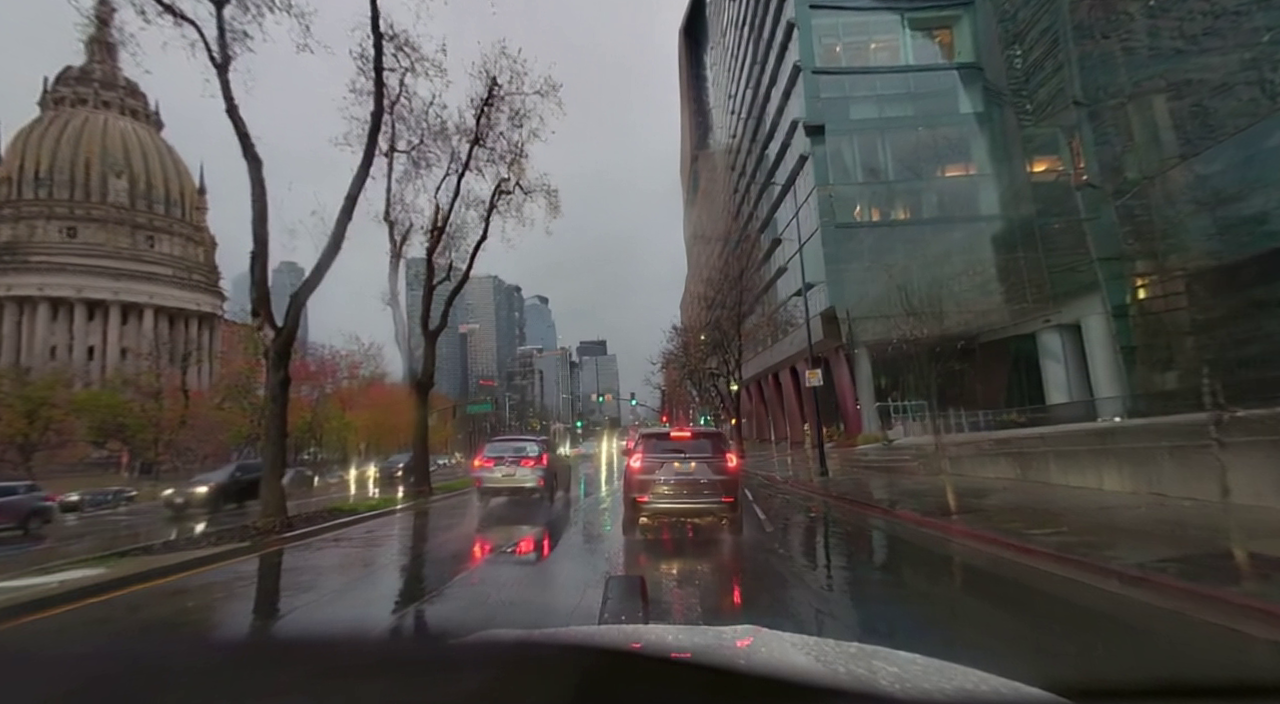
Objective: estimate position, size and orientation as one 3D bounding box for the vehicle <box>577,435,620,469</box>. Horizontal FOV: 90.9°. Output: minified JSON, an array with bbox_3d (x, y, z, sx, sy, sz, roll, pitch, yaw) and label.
[{"bbox_3d":[-2.240,5.540,35.133,1.969,1.764,4.160,0,-9,2],"label":"vehicle"}]

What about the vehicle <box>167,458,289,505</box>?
[{"bbox_3d":[-16.945,5.317,26.267,2.075,1.700,4.405,0,-9,0],"label":"vehicle"}]

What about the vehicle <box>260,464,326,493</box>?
[{"bbox_3d":[-23.283,8.473,42.508,2.003,1.747,4.505,0,-9,-2],"label":"vehicle"}]

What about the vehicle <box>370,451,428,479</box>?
[{"bbox_3d":[-16.656,7.790,43.846,2.024,1.782,4.827,0,-9,1],"label":"vehicle"}]

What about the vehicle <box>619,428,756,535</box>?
[{"bbox_3d":[0.736,2.134,10.936,1.933,1.504,3.802,0,-9,2],"label":"vehicle"}]

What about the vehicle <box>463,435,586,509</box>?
[{"bbox_3d":[-2.592,2.805,15.253,1.961,1.517,4.202,0,-9,3],"label":"vehicle"}]
